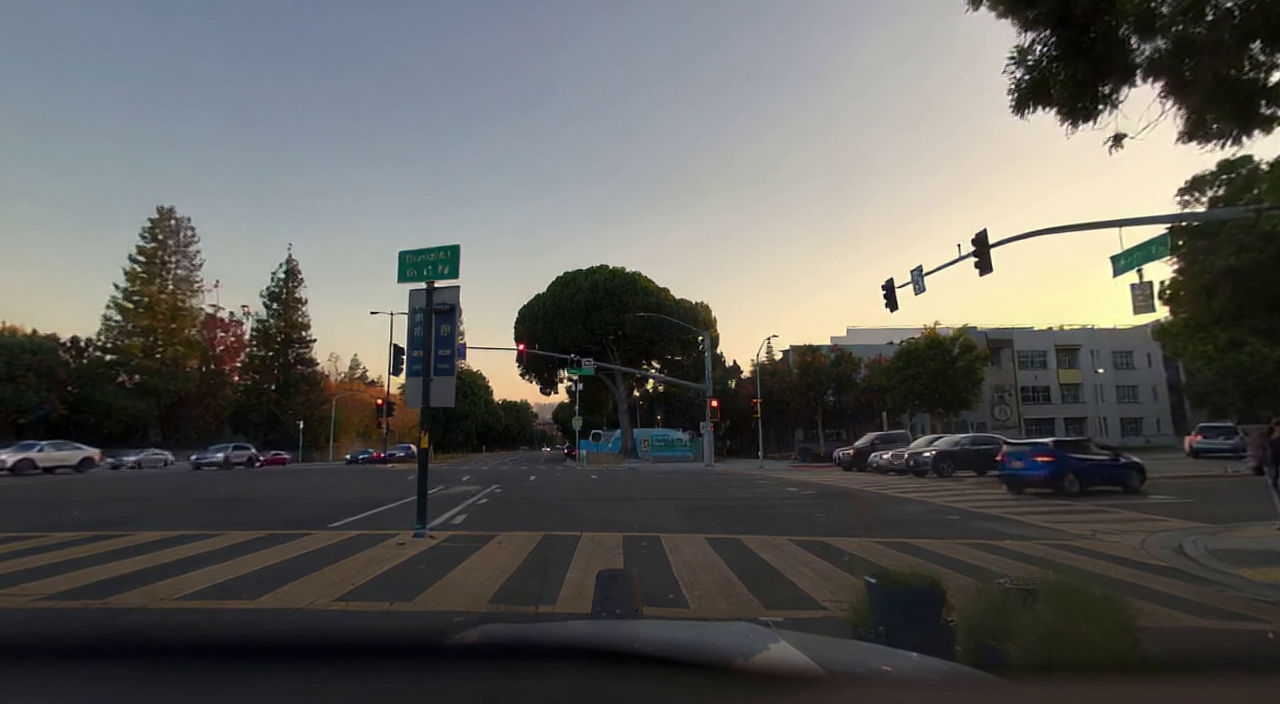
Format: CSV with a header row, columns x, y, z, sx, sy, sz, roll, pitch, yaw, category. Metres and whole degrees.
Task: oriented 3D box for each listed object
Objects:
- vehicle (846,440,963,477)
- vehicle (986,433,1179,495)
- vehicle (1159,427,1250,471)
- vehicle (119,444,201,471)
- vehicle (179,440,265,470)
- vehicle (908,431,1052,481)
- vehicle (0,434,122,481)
x,y,z,sx,sy,sz,roll,pitch,yaw,category
11.481,4.621,27.562,4.317,1.491,1.896,2,-9,-11,vehicle
12.225,3.064,17.551,4.312,1.540,2.007,2,-9,-16,vehicle
25.645,4.414,28.892,2.066,1.821,4.509,-5,-10,29,vehicle
-30.804,6.765,40.721,2.069,1.660,4.302,0,-8,-3,vehicle
-24.083,5.954,36.622,2.056,1.604,4.436,0,-8,-2,vehicle
12.928,3.916,24.047,4.742,1.762,2.180,3,-9,-22,vehicle
-27.023,4.698,28.491,2.388,1.858,6.056,0,-8,-2,vehicle
